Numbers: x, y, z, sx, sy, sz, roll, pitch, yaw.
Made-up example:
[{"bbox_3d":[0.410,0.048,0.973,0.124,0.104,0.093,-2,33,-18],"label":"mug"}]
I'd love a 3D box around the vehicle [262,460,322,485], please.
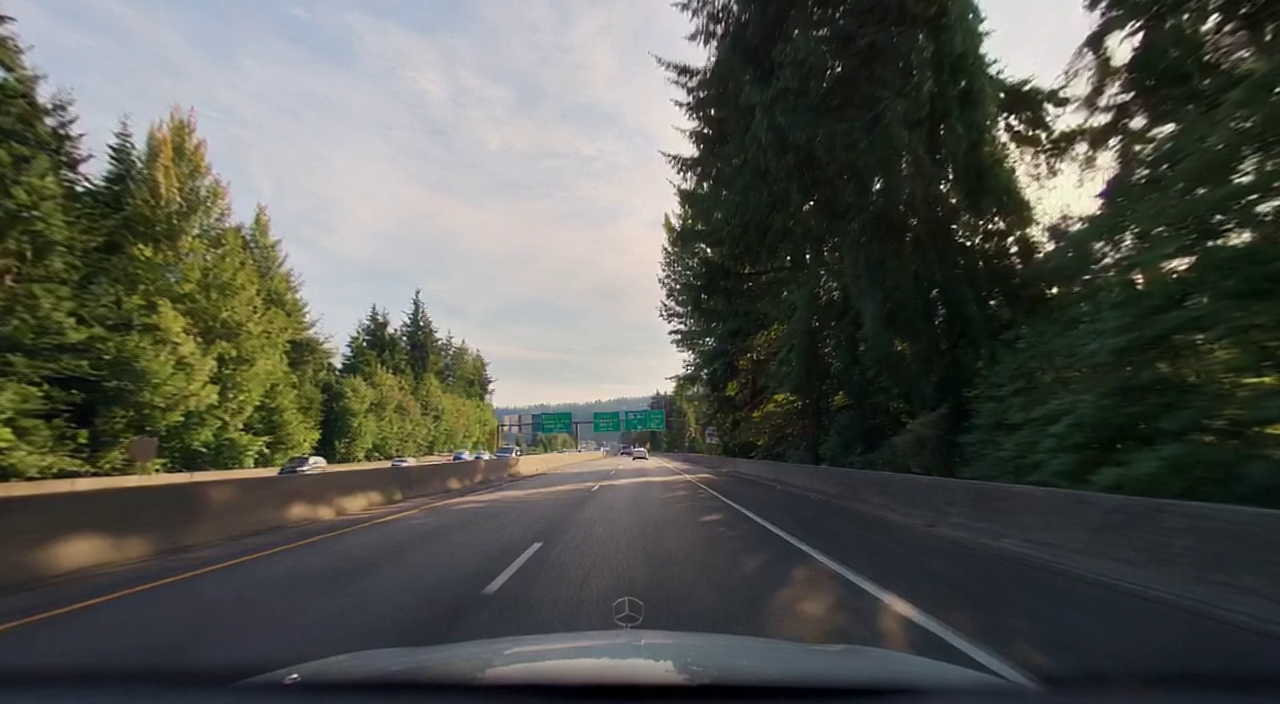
[{"bbox_3d":[-22.295,7.708,40.518,1.867,1.446,3.808,1,-9,-5],"label":"vehicle"}]
